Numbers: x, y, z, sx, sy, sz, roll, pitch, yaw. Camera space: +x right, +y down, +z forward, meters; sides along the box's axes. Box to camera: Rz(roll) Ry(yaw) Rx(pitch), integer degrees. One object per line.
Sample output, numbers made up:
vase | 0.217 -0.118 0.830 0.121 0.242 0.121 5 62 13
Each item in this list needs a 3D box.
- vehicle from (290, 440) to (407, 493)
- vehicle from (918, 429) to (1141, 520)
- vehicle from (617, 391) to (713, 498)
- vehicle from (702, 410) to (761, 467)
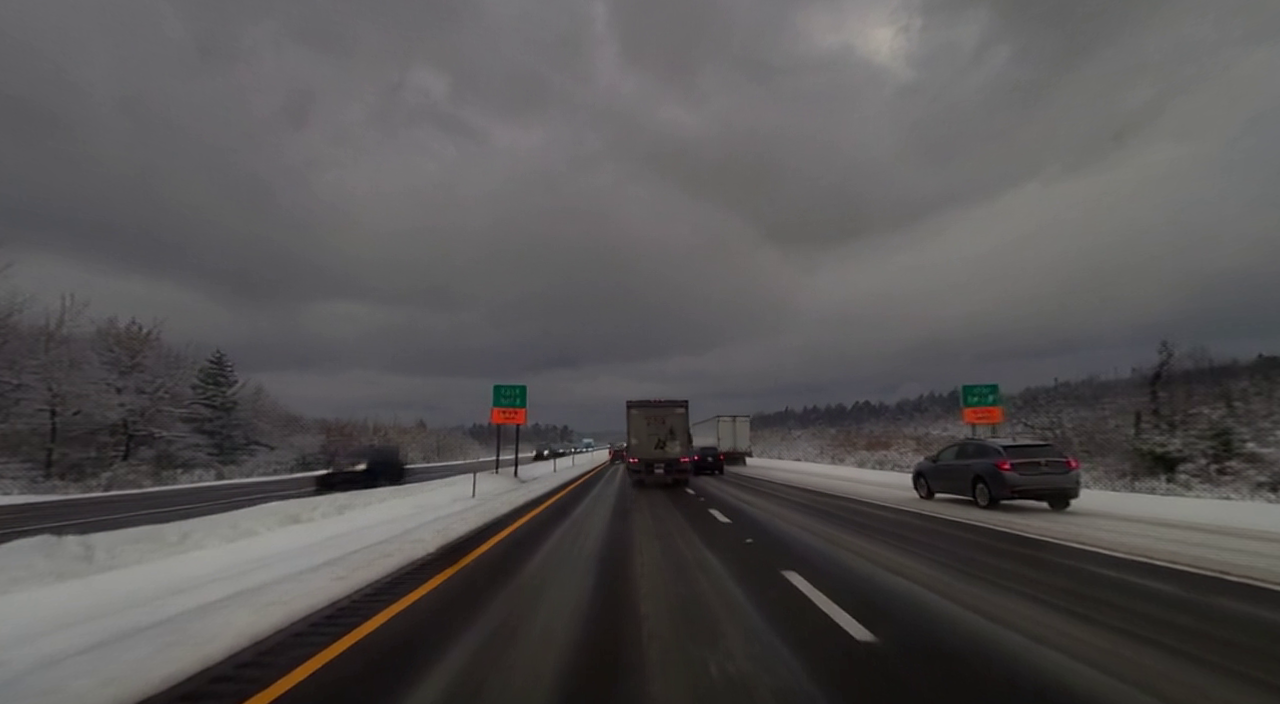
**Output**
vehicle | -9.647 3.800 21.167 1.918 1.578 4.140 0 -9 0
vehicle | 7.528 2.385 12.670 1.988 1.534 3.763 0 -9 -2
vehicle | 0.959 2.881 19.450 2.506 2.743 6.093 -1 -9 6
vehicle | 6.916 6.833 48.989 2.928 3.900 10.014 0 -9 0
